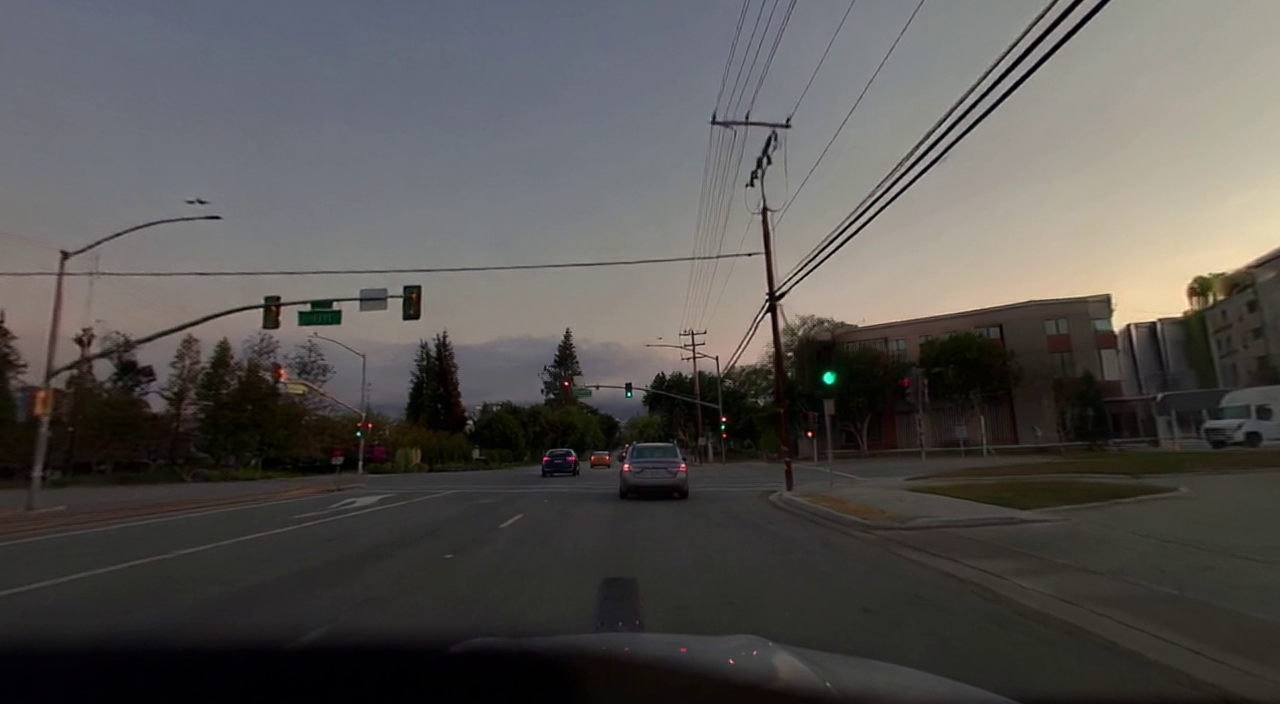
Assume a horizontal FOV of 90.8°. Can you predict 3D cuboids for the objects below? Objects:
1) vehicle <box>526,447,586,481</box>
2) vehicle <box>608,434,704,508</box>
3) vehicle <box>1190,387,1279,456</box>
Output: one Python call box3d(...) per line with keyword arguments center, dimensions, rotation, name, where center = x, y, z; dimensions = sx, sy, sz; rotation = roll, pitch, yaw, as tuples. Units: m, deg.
box3d(center=(-3.911, 5.285, 30.139), dimensions=(2.153, 1.474, 4.284), rotation=(0, -9, 2), name="vehicle")
box3d(center=(0.357, 2.980, 16.218), dimensions=(2.156, 1.636, 3.923), rotation=(0, -9, 0), name="vehicle")
box3d(center=(42.702, 4.802, 43.498), dimensions=(5.749, 4.403, 3.494), rotation=(-3, -9, 7), name="vehicle")
